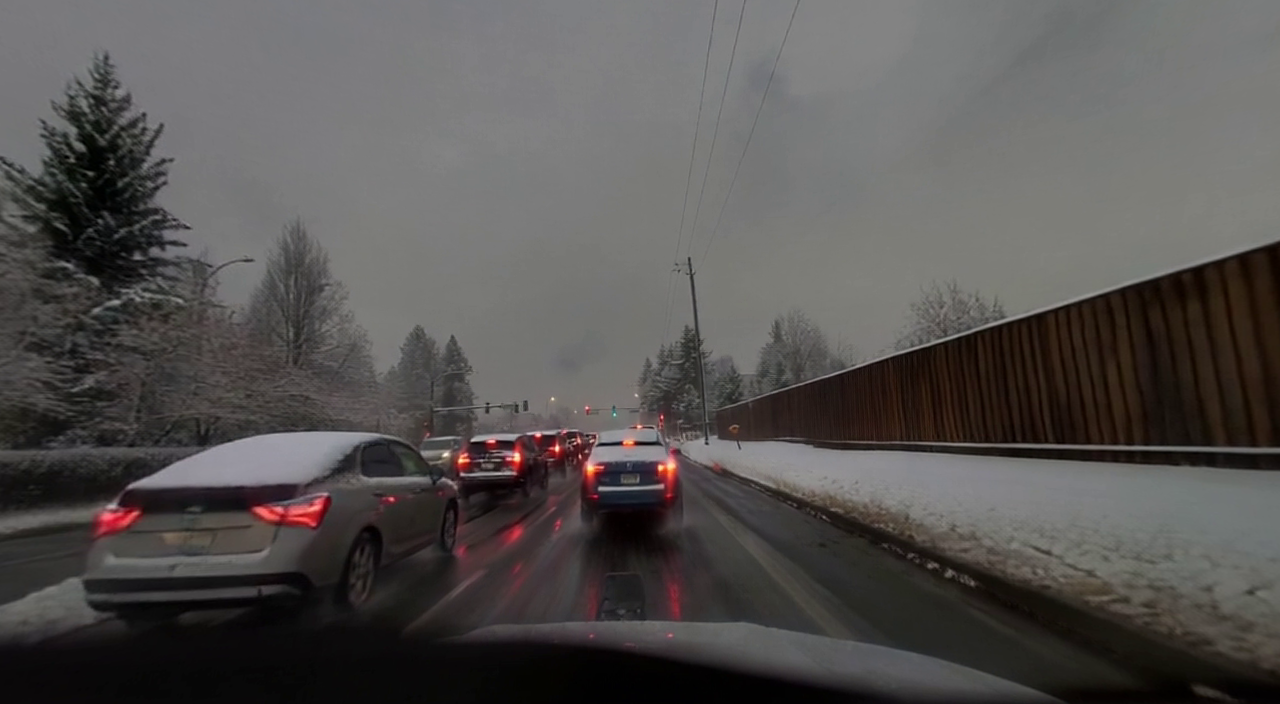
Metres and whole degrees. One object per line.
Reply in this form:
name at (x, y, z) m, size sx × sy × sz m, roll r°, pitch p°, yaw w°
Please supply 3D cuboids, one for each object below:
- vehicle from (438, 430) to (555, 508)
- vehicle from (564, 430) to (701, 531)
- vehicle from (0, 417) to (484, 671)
vehicle at (-3.226, 2.698, 14.902) m, size 1.850 × 1.582 × 3.688 m, roll 0°, pitch -8°, yaw 1°
vehicle at (-0.131, 2.167, 11.167) m, size 1.995 × 1.460 × 3.865 m, roll 0°, pitch -8°, yaw -1°
vehicle at (-3.155, 1.511, 6.196) m, size 1.980 × 1.520 × 4.636 m, roll 0°, pitch -8°, yaw 1°
